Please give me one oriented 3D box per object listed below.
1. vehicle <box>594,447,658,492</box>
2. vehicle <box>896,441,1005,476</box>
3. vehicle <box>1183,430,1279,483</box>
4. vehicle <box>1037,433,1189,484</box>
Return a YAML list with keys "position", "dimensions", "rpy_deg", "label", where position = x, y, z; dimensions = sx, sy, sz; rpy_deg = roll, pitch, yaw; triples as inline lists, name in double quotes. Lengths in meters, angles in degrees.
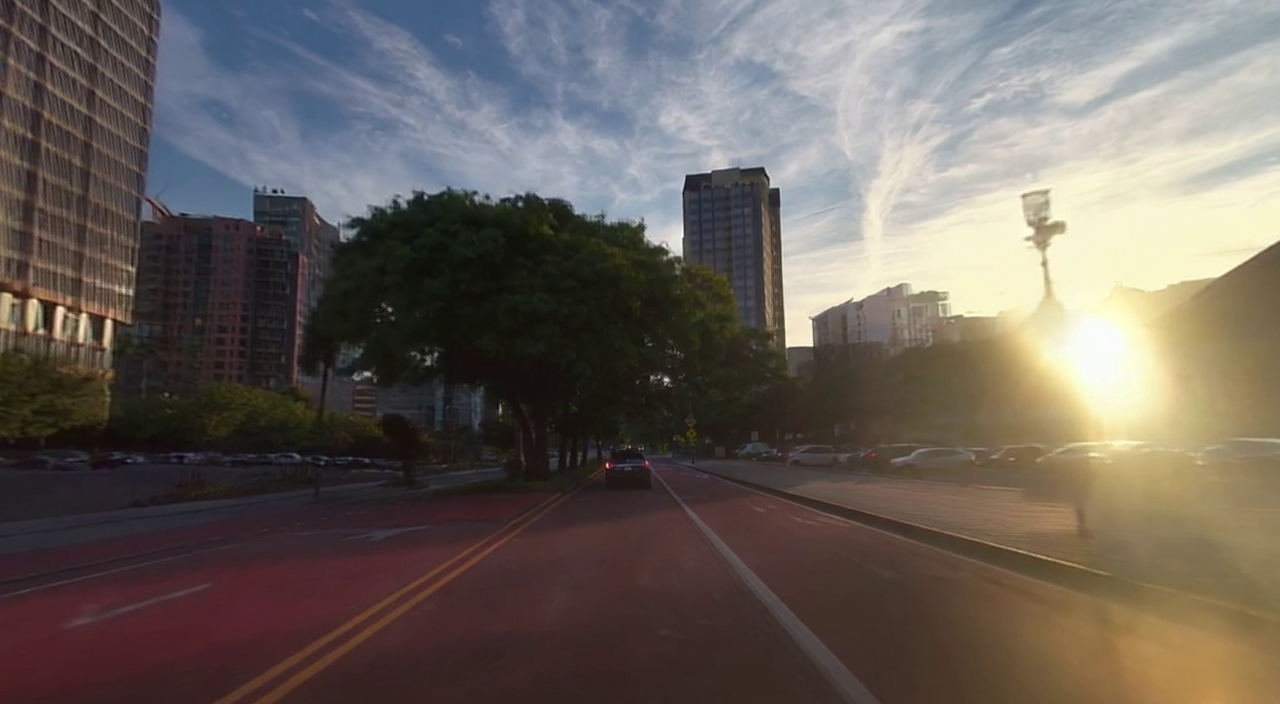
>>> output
- position: [-0.538, 4.119, 22.447]
  dimensions: [2.063, 1.442, 4.135]
  rpy_deg: [0, -9, -2]
  label: "vehicle"
- position: [14.360, 4.914, 29.306]
  dimensions: [4.003, 1.476, 1.884]
  rpy_deg: [-2, -8, 2]
  label: "vehicle"
- position: [19.728, 3.264, 19.784]
  dimensions: [1.838, 1.539, 3.740]
  rpy_deg: [0, -9, -4]
  label: "vehicle"
- position: [15.183, 3.438, 20.522]
  dimensions: [1.913, 1.470, 3.714]
  rpy_deg: [0, -9, -3]
  label: "vehicle"
